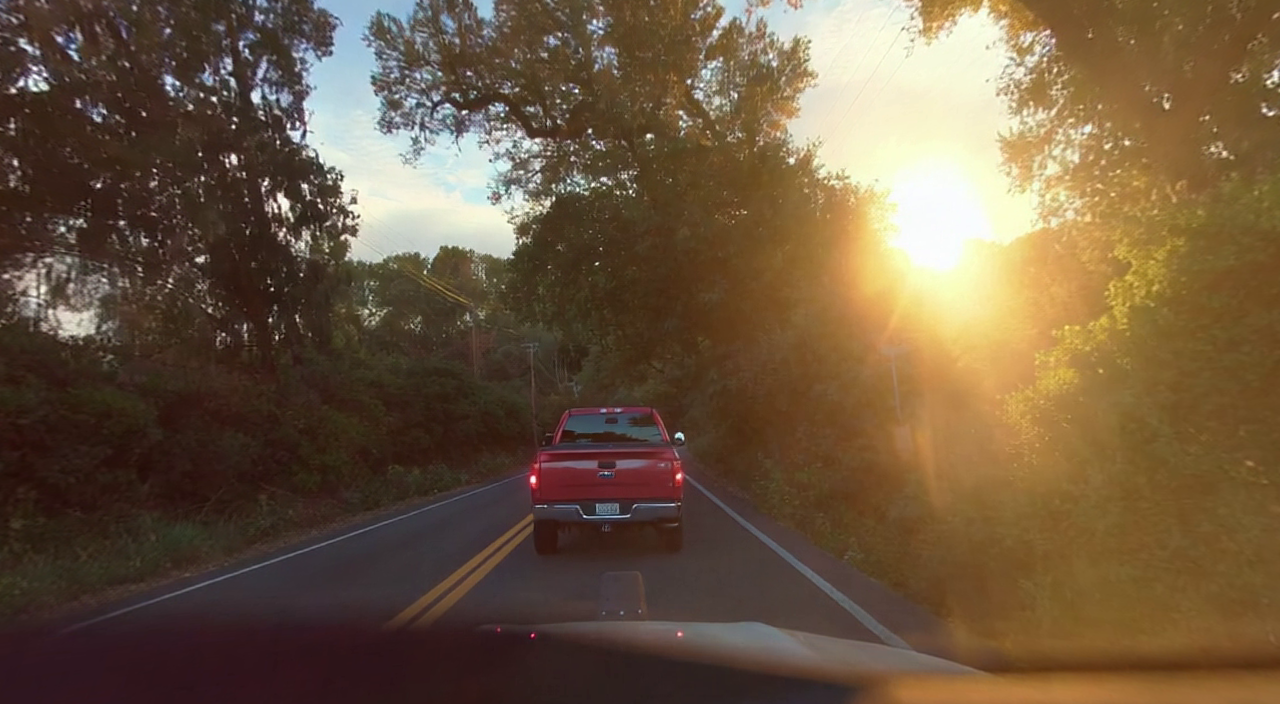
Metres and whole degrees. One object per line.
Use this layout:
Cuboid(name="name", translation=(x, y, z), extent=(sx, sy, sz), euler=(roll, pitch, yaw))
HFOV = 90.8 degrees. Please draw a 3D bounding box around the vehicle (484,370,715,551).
Cuboid(name="vehicle", translation=(-0.531, 1.768, 10.837), extent=(2.837, 2.223, 5.885), euler=(0, -8, -1))
